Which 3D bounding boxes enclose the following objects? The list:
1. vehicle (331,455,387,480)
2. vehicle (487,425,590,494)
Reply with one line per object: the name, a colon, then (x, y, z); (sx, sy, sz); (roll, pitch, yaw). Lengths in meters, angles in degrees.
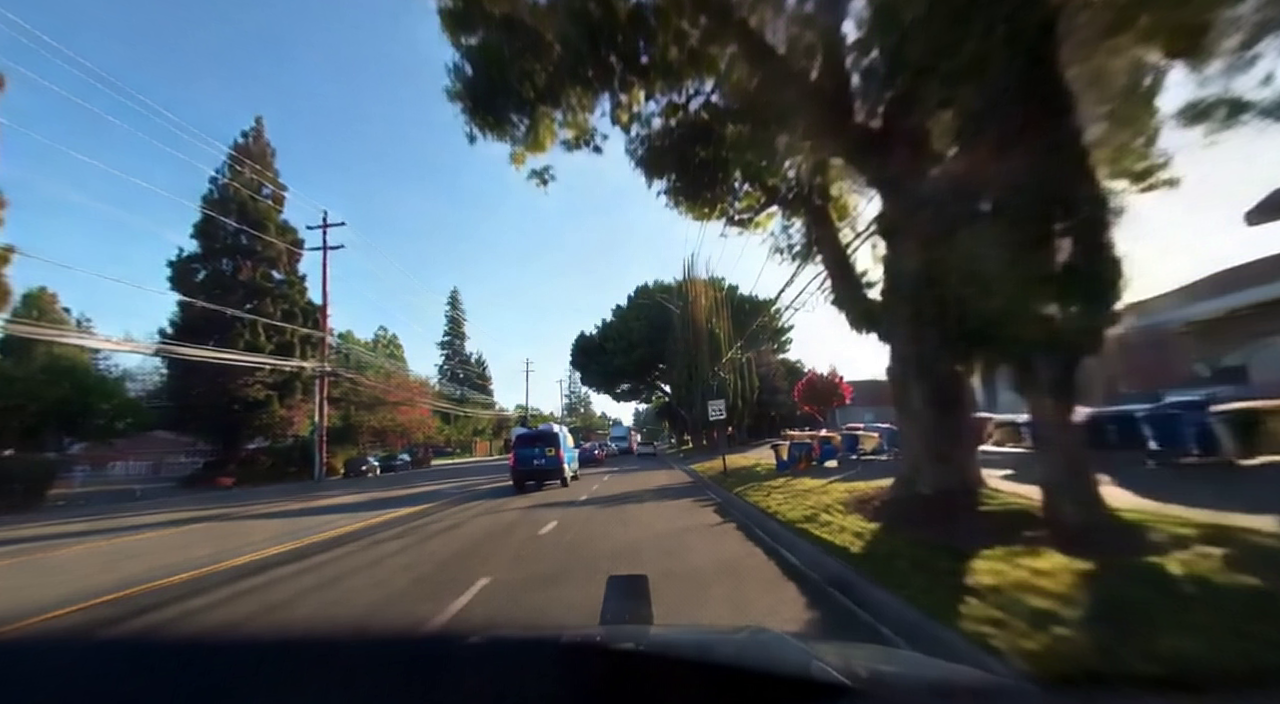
vehicle: (-19.617, 8.056, 44.205); (2.099, 1.449, 4.749); (1, -8, -5)
vehicle: (-2.915, 3.239, 19.361); (2.180, 1.818, 5.117); (0, -8, 2)
